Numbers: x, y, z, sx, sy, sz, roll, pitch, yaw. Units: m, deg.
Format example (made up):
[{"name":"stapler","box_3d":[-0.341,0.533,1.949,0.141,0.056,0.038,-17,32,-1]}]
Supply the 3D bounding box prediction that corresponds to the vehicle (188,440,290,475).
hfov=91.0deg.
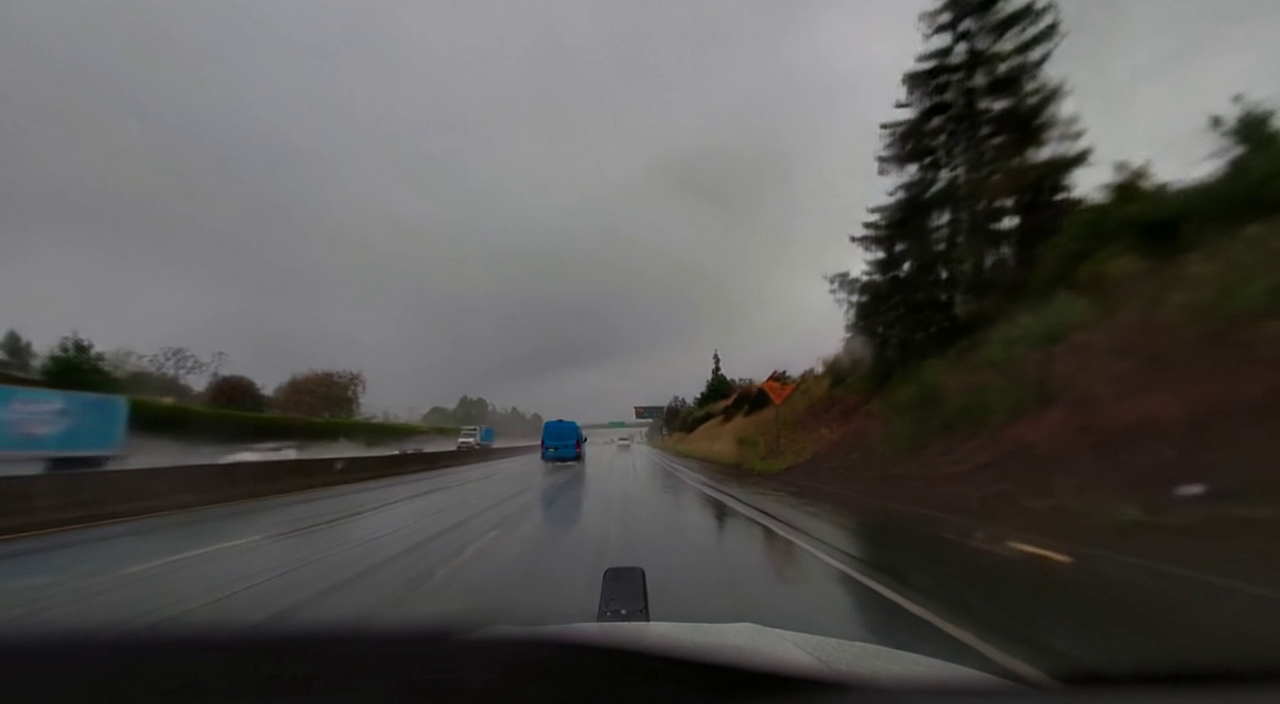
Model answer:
[{"name":"vehicle","box_3d":[-20.066,5.279,31.747,1.945,1.597,4.953,0,-8,-1]}]

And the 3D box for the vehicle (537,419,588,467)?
[{"name":"vehicle","box_3d":[-4.272,5.190,35.789,2.329,2.483,5.428,0,-8,-1]}]
